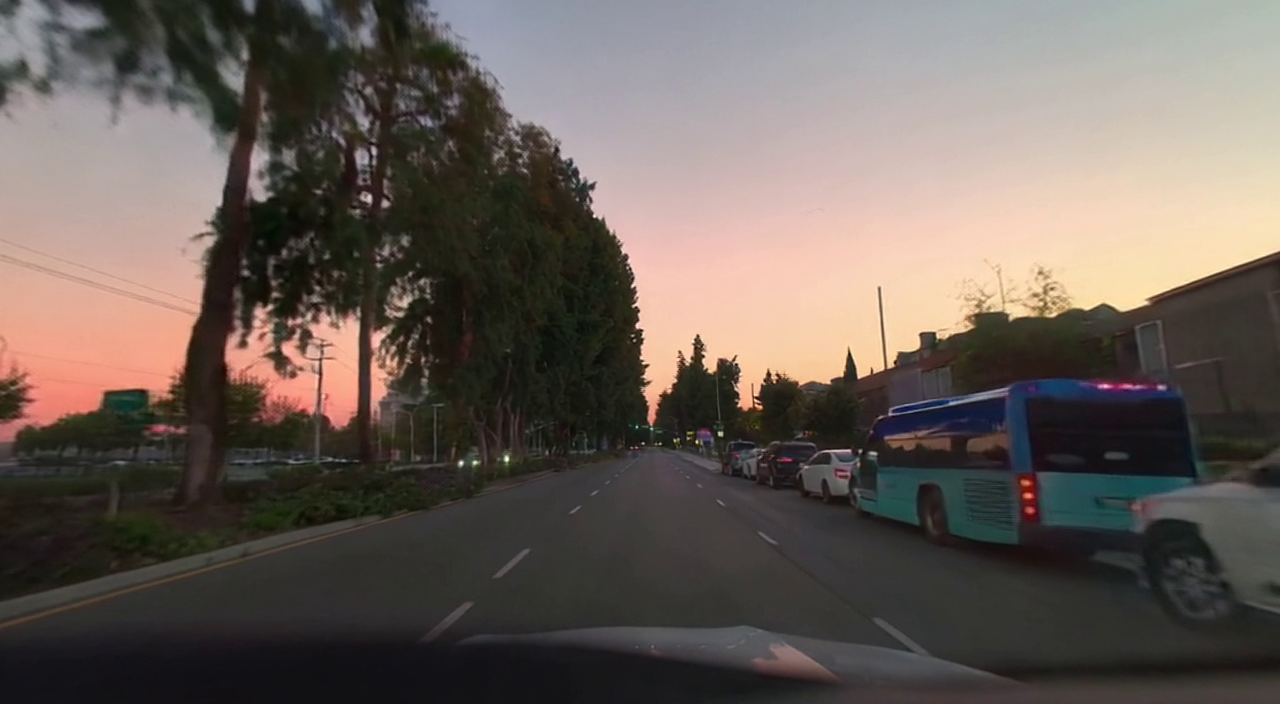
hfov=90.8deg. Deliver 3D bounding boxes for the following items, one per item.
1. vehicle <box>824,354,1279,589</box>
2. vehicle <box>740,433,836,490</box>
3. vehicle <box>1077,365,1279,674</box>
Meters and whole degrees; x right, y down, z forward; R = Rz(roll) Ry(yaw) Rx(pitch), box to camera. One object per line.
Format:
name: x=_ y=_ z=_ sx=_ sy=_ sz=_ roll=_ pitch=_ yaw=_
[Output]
vehicle: x=4.680 y=1.536 z=8.916 sx=2.351 sy=2.125 sz=6.230 roll=-1 pitch=-8 yaw=1
vehicle: x=4.810 y=3.626 z=21.260 sx=2.028 sy=1.660 sz=4.705 roll=0 pitch=-8 yaw=-1
vehicle: x=4.826 y=0.850 z=2.898 sx=2.304 sy=1.760 sz=4.630 roll=0 pitch=-8 yaw=0
